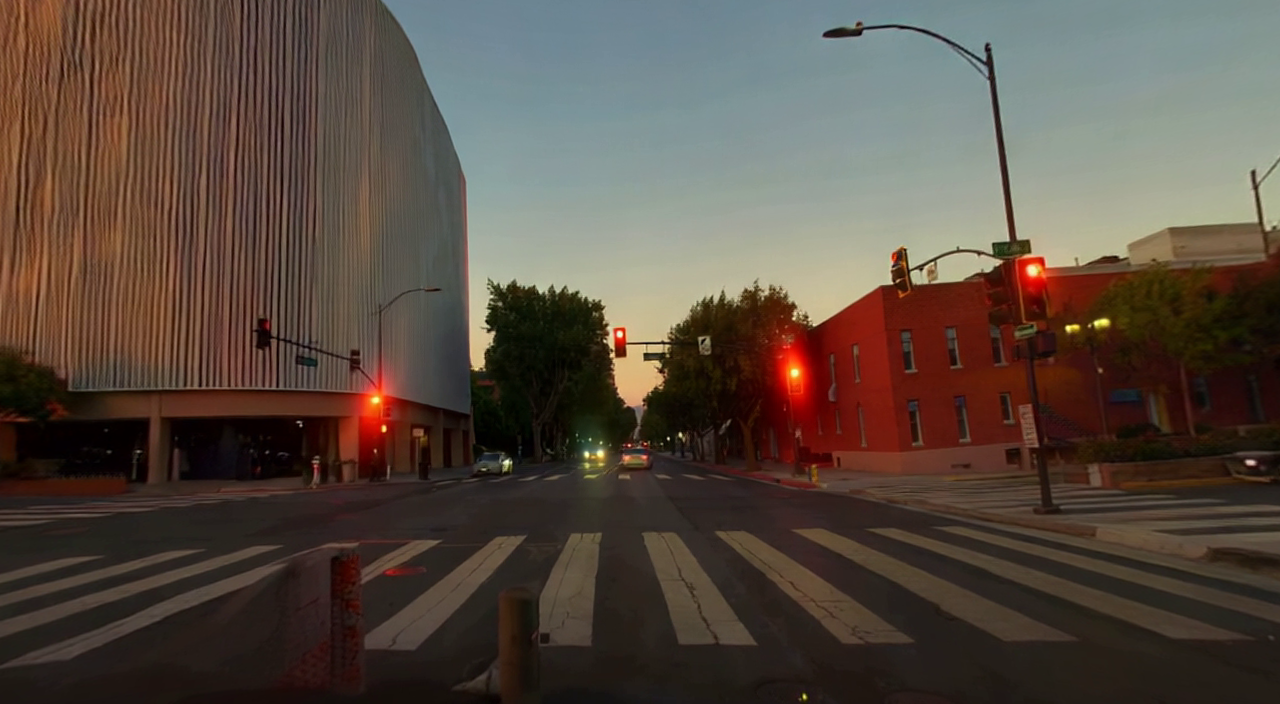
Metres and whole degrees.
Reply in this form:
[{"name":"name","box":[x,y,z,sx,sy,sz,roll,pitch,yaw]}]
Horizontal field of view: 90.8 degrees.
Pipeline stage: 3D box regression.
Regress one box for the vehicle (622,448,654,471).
[{"name":"vehicle","box":[-0.073,7.605,44.913,2.088,1.452,4.833,-1,-8,2]}]
